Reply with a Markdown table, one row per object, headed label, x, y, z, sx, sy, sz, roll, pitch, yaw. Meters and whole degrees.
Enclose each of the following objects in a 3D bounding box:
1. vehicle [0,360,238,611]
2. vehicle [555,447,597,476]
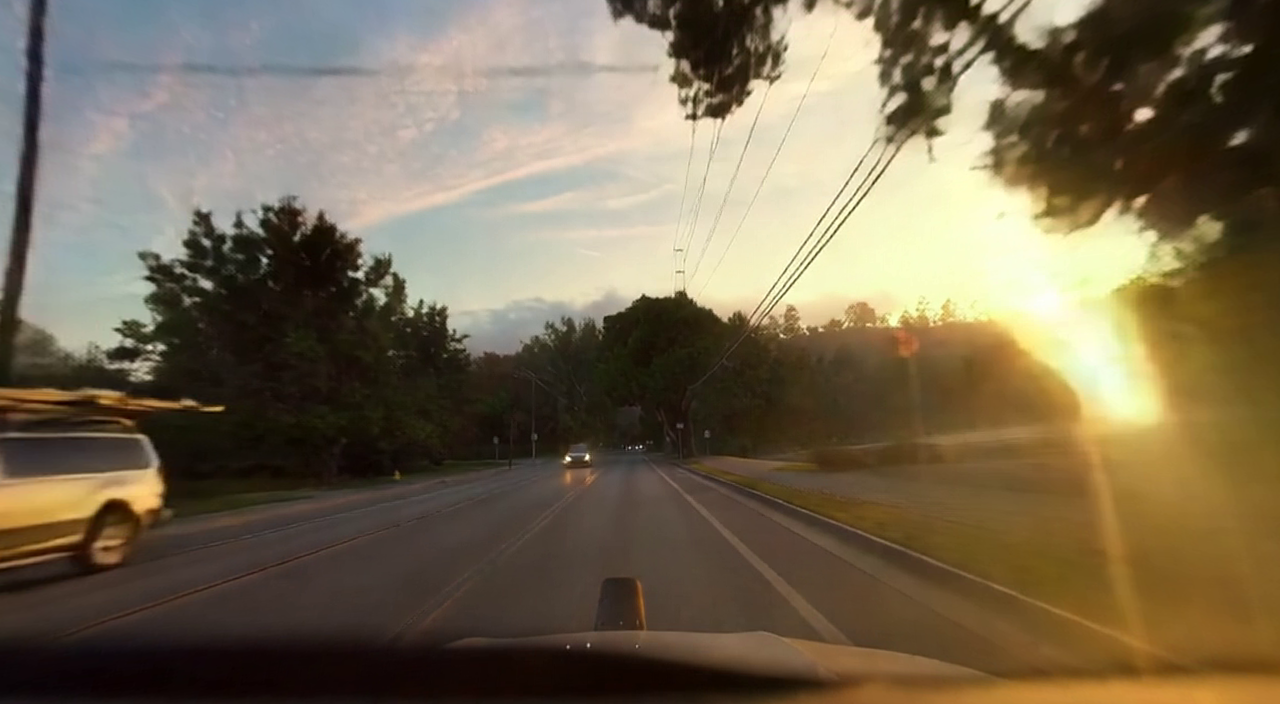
| label | x | y | z | sx | sy | sz | roll | pitch | yaw |
| --- | --- | --- | --- | --- | --- | --- | --- | --- | --- |
| vehicle | -8.094 | 1.575 | 7.637 | 2.351 | 2.696 | 6.106 | -1 | -8 | 1 |
| vehicle | -3.858 | 6.715 | 39.003 | 2.086 | 1.608 | 4.649 | -1 | -9 | 0 |
